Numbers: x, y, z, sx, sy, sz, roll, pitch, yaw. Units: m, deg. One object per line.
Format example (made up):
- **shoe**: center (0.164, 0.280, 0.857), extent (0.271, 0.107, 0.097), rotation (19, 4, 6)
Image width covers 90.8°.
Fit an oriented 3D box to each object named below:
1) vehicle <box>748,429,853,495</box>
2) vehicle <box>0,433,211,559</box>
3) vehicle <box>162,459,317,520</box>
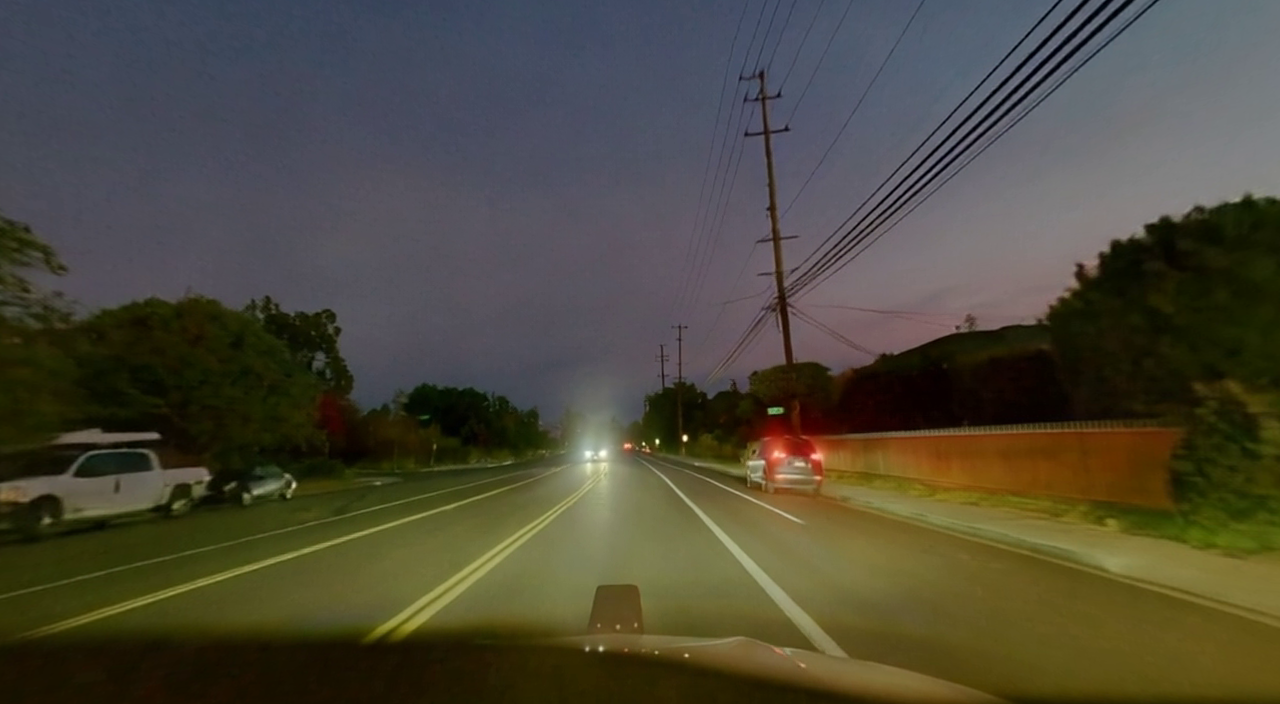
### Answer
- **vehicle**: center (5.368, 3.766, 22.038), extent (2.238, 1.995, 5.491), rotation (0, -9, 0)
- **vehicle**: center (-12.936, 3.050, 14.389), extent (2.331, 2.265, 5.888), rotation (-2, -7, -1)
- **vehicle**: center (-13.256, 4.534, 21.378), extent (2.106, 1.606, 4.804), rotation (-2, -8, 0)
